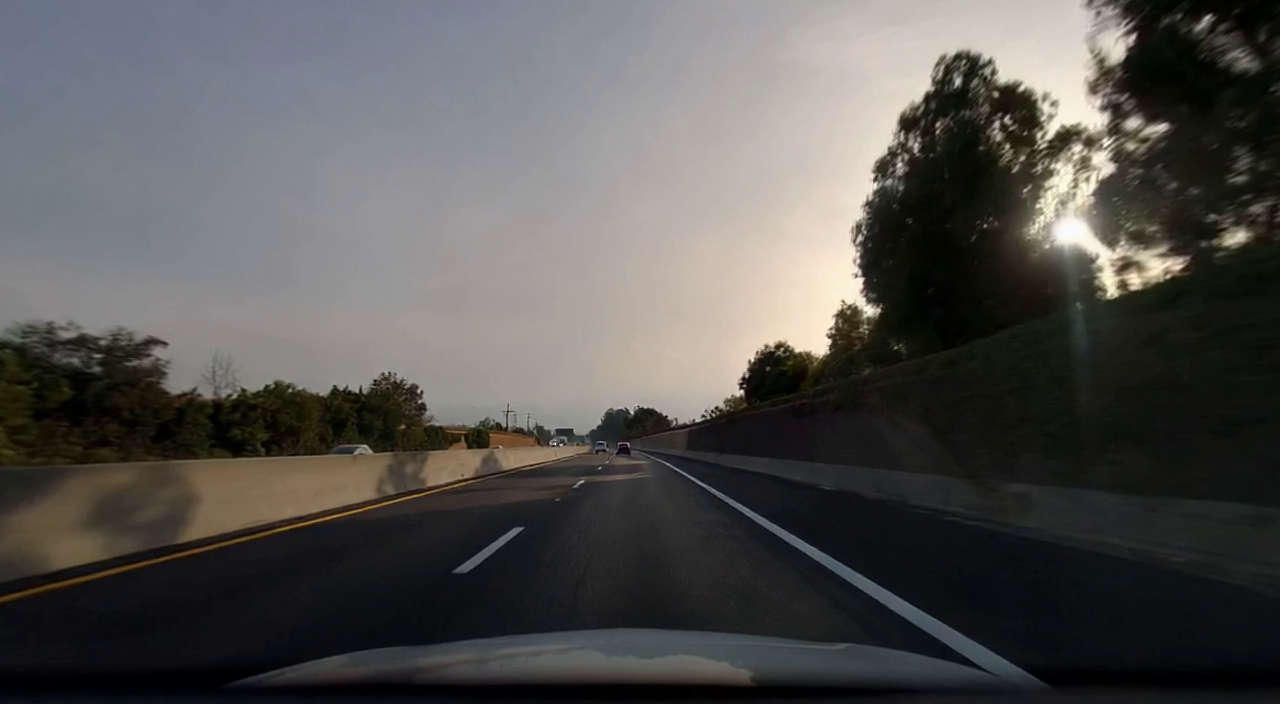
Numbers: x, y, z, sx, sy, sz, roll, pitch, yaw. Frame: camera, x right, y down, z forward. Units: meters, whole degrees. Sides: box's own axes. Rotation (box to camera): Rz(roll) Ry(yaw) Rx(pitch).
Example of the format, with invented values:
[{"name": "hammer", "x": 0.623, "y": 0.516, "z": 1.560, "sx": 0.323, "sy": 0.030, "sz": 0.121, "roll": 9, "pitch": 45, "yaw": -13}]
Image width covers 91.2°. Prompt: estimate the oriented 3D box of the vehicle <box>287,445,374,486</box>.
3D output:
[{"name": "vehicle", "x": -13.021, "y": 4.753, "z": 26.664, "sx": 1.883, "sy": 1.569, "sz": 4.047, "roll": 0, "pitch": -9, "yaw": -4}]
